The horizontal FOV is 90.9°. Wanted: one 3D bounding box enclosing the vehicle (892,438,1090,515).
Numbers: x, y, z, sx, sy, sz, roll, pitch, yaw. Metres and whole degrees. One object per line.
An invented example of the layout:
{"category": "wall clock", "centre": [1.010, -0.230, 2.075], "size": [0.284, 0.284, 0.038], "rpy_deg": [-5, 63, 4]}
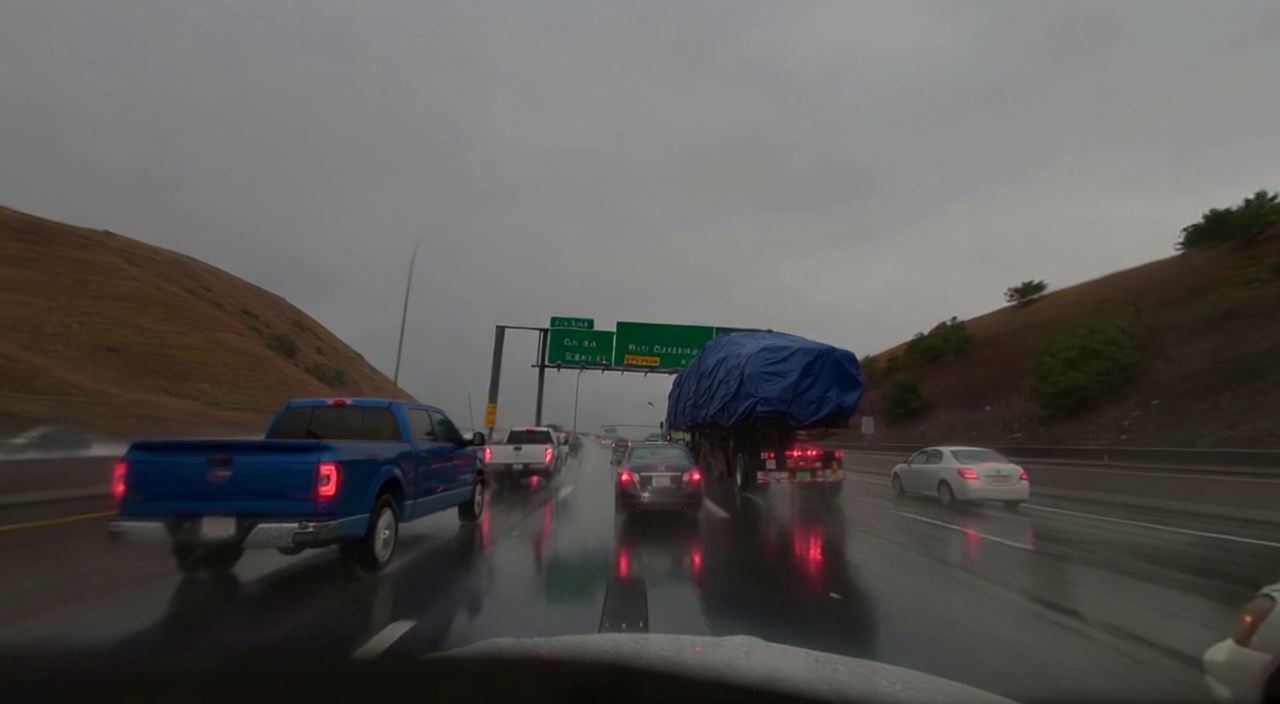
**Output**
{"category": "vehicle", "centre": [7.755, 2.764, 14.556], "size": [2.092, 1.495, 4.194], "rpy_deg": [0, -8, -1]}

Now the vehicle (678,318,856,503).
{"category": "vehicle", "centre": [3.122, 2.051, 19.464], "size": [2.759, 4.098, 10.906], "rpy_deg": [0, -8, -2]}

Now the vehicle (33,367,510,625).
{"category": "vehicle", "centre": [-3.286, 1.444, 7.424], "size": [2.318, 1.902, 5.374], "rpy_deg": [0, -8, 1]}

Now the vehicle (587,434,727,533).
{"category": "vehicle", "centre": [0.199, 2.271, 11.558], "size": [2.105, 1.471, 3.978], "rpy_deg": [0, -8, -2]}

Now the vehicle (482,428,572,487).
{"category": "vehicle", "centre": [-3.788, 3.636, 22.166], "size": [2.348, 1.821, 5.061], "rpy_deg": [0, -8, -1]}

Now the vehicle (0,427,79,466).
{"category": "vehicle", "centre": [-25.985, 3.874, 25.821], "size": [2.028, 1.489, 4.510], "rpy_deg": [0, -8, -3]}
